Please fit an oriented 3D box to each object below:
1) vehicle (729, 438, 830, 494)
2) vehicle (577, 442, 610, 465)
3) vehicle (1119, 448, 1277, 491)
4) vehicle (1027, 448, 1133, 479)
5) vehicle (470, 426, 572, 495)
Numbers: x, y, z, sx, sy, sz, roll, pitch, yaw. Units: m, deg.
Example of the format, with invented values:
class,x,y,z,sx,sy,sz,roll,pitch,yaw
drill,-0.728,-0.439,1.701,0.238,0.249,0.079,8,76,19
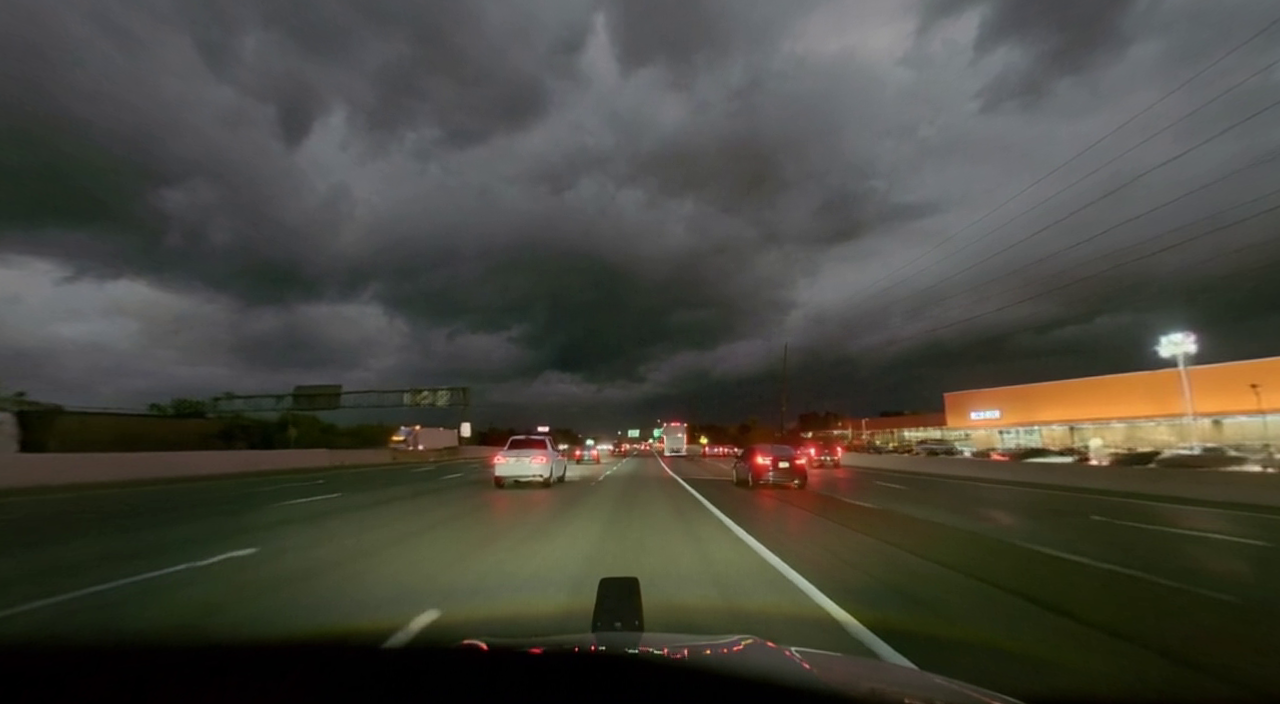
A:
class,x,y,z,sx,sy,sz,roll,pitch,yaw
vehicle,4.061,3.398,19.142,1.980,1.501,4.433,0,-9,-1
vehicle,-3.154,6.987,43.474,1.929,1.521,4.097,0,-9,1
vehicle,28.921,6.095,32.824,5.824,2.108,2.304,0,-9,2
vehicle,29.420,7.455,42.269,5.199,1.985,2.289,-1,-9,5
vehicle,-3.389,3.212,18.940,2.130,1.799,4.583,0,-9,1
